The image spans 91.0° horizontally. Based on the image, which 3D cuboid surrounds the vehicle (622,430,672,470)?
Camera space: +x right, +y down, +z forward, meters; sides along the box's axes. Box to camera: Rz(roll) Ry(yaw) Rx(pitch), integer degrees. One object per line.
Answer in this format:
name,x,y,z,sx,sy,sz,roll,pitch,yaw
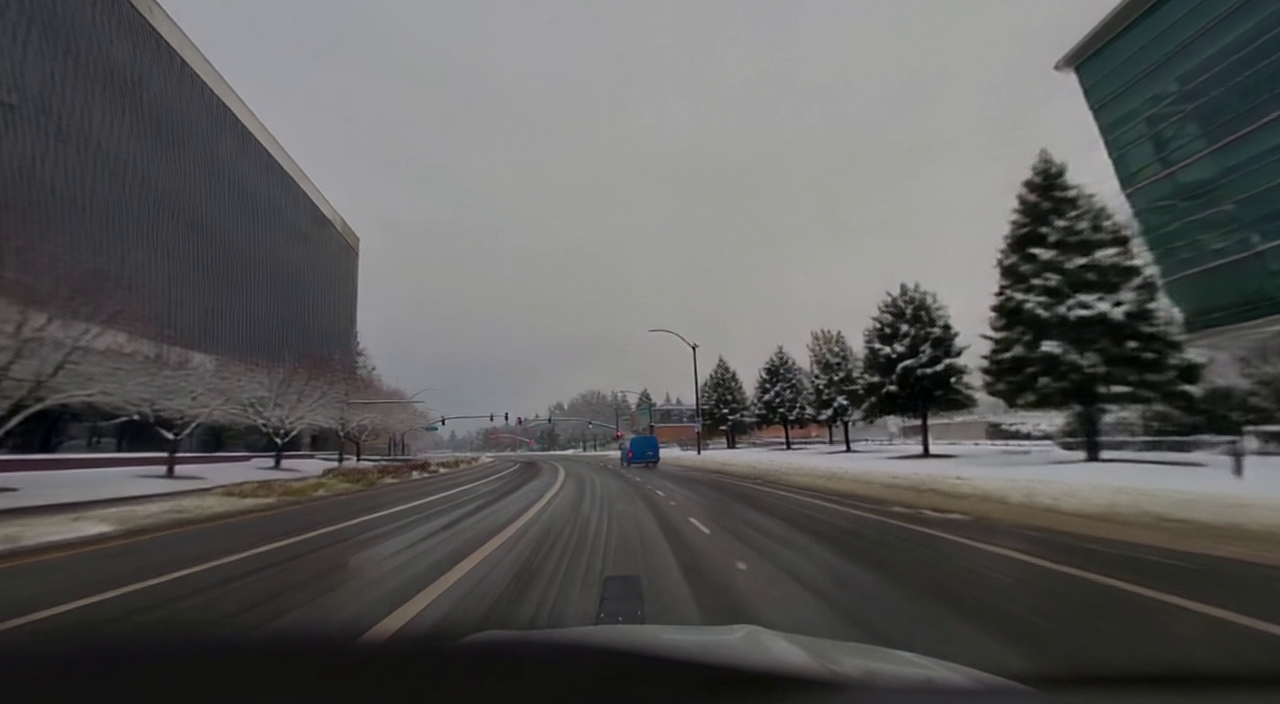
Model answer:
vehicle,0.333,6.006,38.627,2.339,2.244,4.817,1,-9,-8
